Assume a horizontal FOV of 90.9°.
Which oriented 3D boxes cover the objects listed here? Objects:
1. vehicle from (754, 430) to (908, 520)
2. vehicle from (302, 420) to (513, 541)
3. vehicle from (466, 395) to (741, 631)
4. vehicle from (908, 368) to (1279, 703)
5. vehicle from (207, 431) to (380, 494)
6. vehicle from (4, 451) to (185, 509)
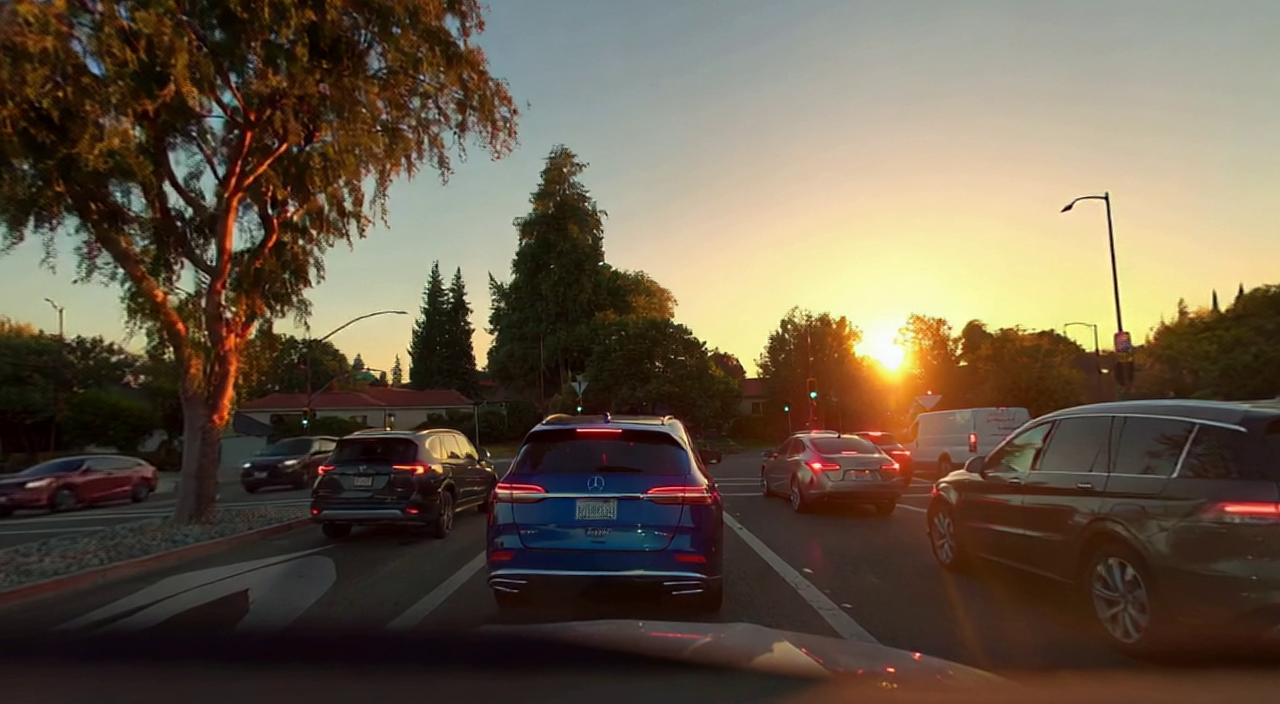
[{"bbox_3d":[3.683,2.430,12.971,1.847,1.554,3.885,0,-8,-2],"label":"vehicle"},{"bbox_3d":[-3.754,2.154,11.195,2.012,1.701,4.316,0,-8,1],"label":"vehicle"},{"bbox_3d":[-0.149,1.473,6.734,2.022,1.700,4.084,0,-8,4],"label":"vehicle"},{"bbox_3d":[4.164,1.271,5.386,2.014,1.740,4.515,-1,-8,4],"label":"vehicle"},{"bbox_3d":[-12.016,3.878,22.693,2.276,1.926,6.686,0,-8,2],"label":"vehicle"},{"bbox_3d":[-15.768,3.670,18.560,1.774,1.468,3.863,0,-8,1],"label":"vehicle"}]
